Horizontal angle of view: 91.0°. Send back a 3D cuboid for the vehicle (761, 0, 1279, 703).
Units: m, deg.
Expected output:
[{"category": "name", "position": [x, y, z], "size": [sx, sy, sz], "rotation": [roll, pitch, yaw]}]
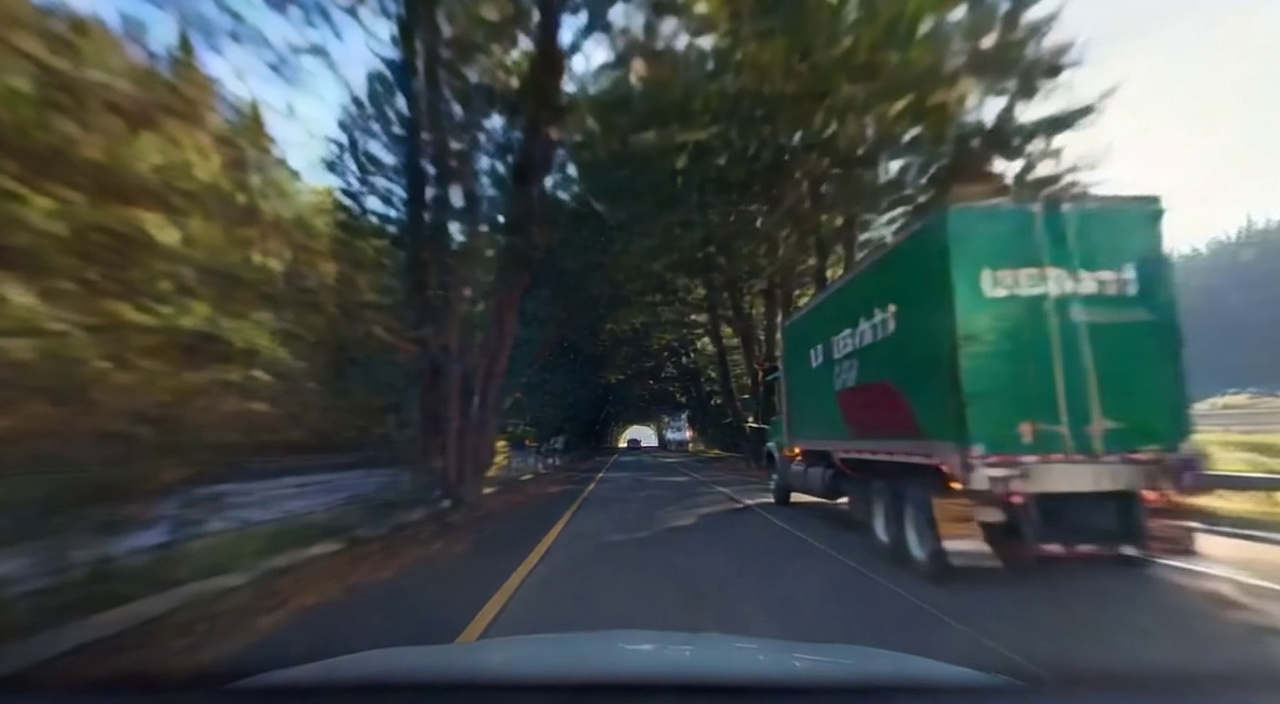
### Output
[{"category": "vehicle", "position": [3.889, 0.231, 6.392], "size": [2.965, 3.887, 10.328], "rotation": [0, -8, -2]}]
